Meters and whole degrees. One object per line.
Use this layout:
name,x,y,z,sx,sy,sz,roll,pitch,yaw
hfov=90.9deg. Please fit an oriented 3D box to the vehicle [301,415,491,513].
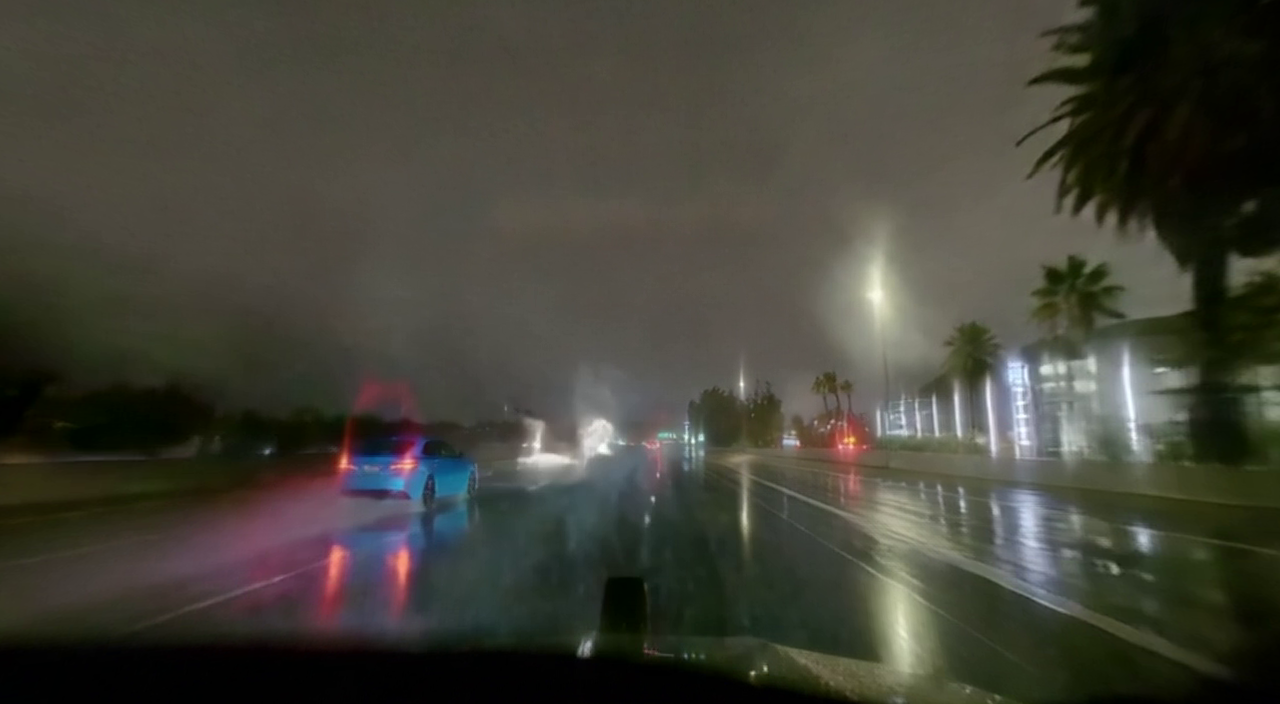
vehicle,-5.114,2.423,14.165,2.145,1.793,4.762,0,-8,3
